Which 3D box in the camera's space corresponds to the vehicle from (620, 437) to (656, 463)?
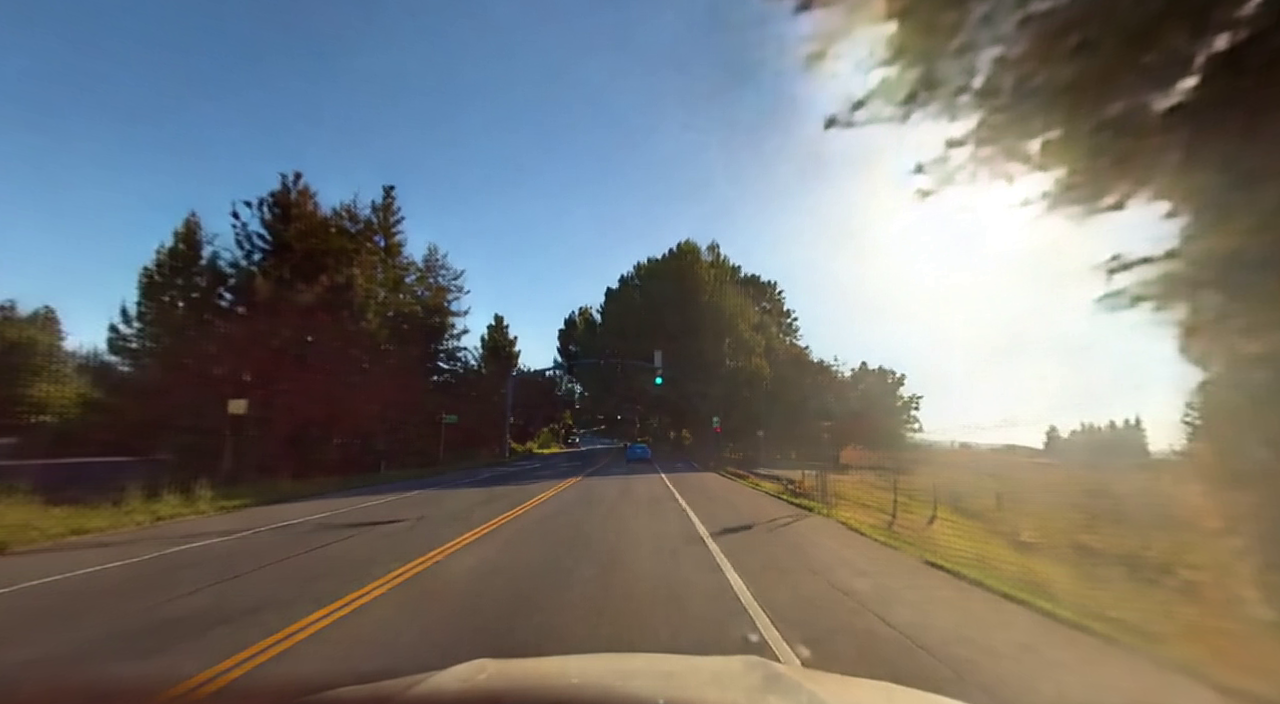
[{"bbox_3d":[-0.105,5.953,38.340,2.042,1.489,3.963,0,-8,0],"label":"vehicle"}]
